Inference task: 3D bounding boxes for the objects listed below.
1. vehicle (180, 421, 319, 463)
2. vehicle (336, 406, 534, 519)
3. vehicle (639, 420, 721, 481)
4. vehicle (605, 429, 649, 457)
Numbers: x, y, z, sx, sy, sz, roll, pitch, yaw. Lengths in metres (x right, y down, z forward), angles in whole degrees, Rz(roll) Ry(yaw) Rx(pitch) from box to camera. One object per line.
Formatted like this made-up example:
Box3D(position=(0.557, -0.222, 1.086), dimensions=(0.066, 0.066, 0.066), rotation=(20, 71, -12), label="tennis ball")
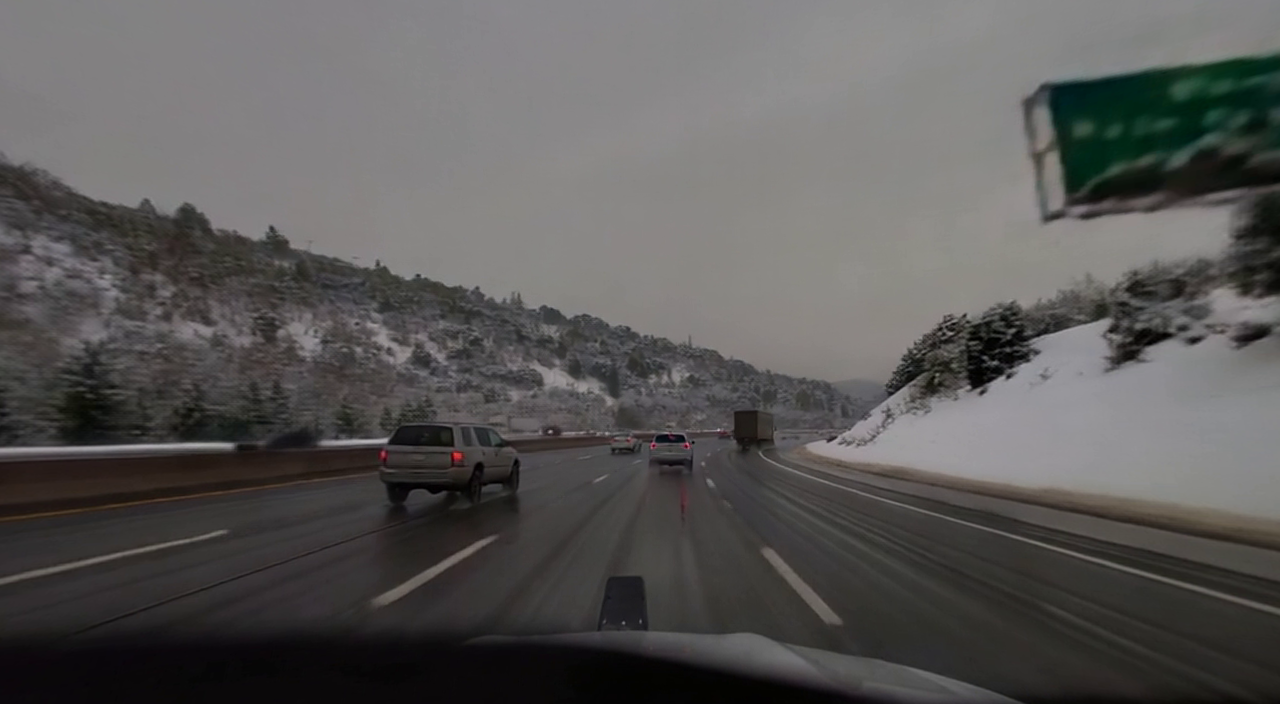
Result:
Box3D(position=(-16.478, 3.881, 27.031), dimensions=(2.331, 1.599, 5.196), rotation=(-1, -8, 5), label="vehicle")
Box3D(position=(-3.517, 2.015, 11.919), dimensions=(2.077, 1.712, 4.406), rotation=(-1, -8, 3), label="vehicle")
Box3D(position=(1.365, 3.333, 21.497), dimensions=(2.484, 1.820, 4.497), rotation=(-1, -8, 4), label="vehicle")
Box3D(position=(-0.754, 5.907, 40.952), dimensions=(2.194, 1.702, 4.305), rotation=(-1, -8, 8), label="vehicle")
